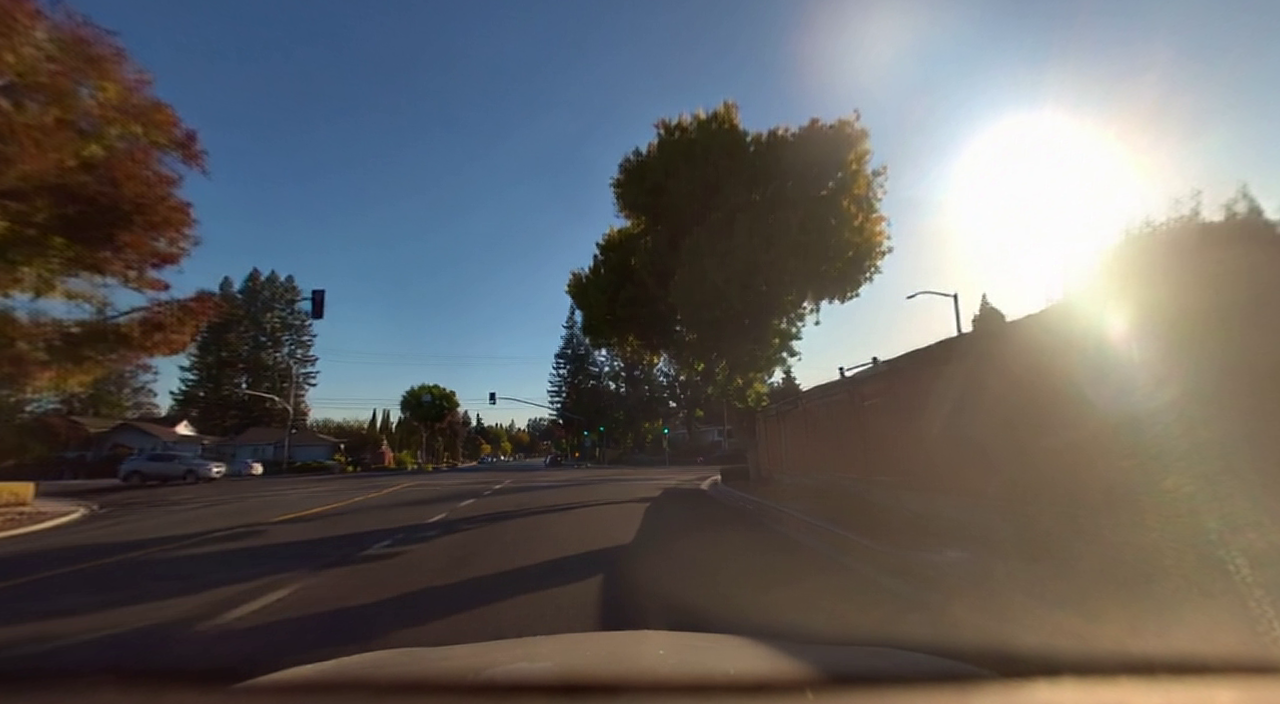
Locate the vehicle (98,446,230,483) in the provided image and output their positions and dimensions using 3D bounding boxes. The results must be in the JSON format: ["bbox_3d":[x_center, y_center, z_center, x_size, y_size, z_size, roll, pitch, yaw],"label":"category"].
[{"bbox_3d":[-25.524,6.040,34.007,5.107,1.749,2.254,0,-9,-7],"label":"vehicle"}]

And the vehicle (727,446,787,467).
[{"bbox_3d":[9.070,8.090,48.984,4.106,1.583,1.806,1,-8,-9],"label":"vehicle"}]

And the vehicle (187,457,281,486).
[{"bbox_3d":[-26.534,7.777,41.314,4.664,1.728,1.959,1,-8,-7],"label":"vehicle"}]
